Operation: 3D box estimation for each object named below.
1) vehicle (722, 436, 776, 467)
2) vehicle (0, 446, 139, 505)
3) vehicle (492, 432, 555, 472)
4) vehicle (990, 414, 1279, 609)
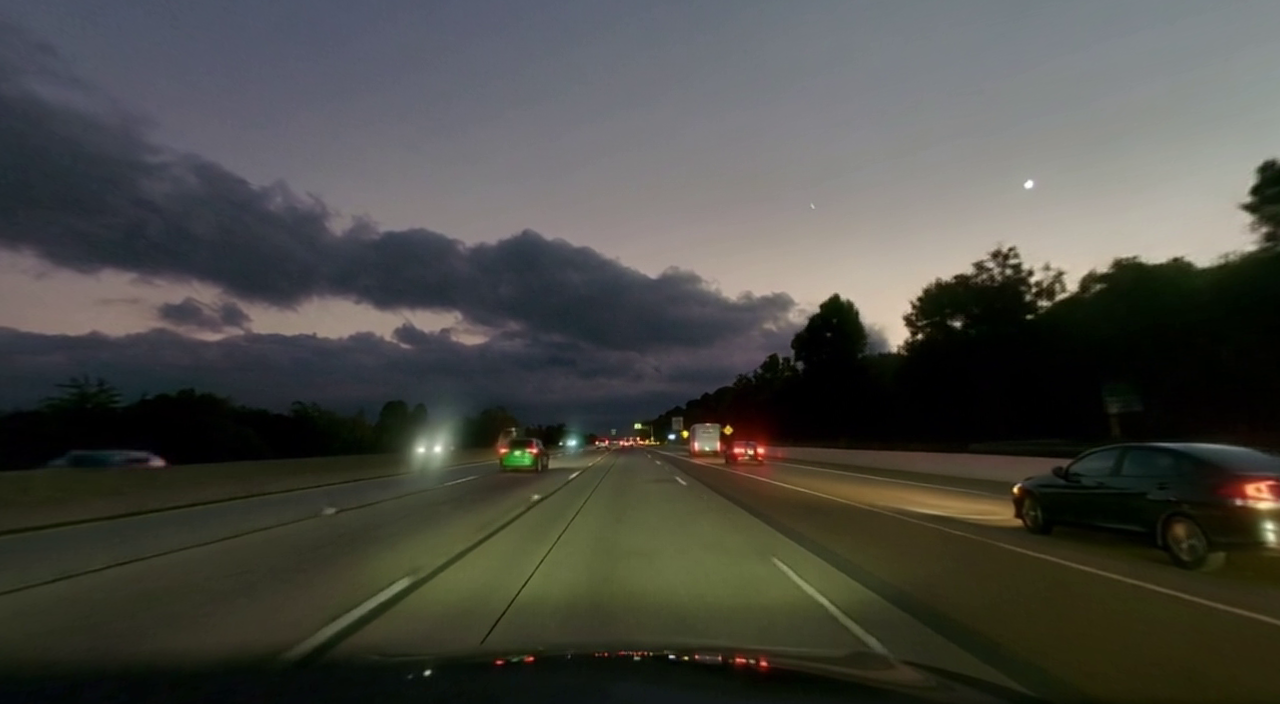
[{"bbox_3d":[5.428,4.991,31.943,1.920,1.436,3.890,0,-8,-2],"label":"vehicle"},{"bbox_3d":[-16.645,3.407,17.879,1.761,1.419,3.733,0,-8,-1],"label":"vehicle"},{"bbox_3d":[-4.849,4.198,26.743,1.966,1.570,3.859,0,-8,-1],"label":"vehicle"},{"bbox_3d":[5.920,1.457,6.589,2.028,1.488,4.236,0,-8,-1],"label":"vehicle"}]
